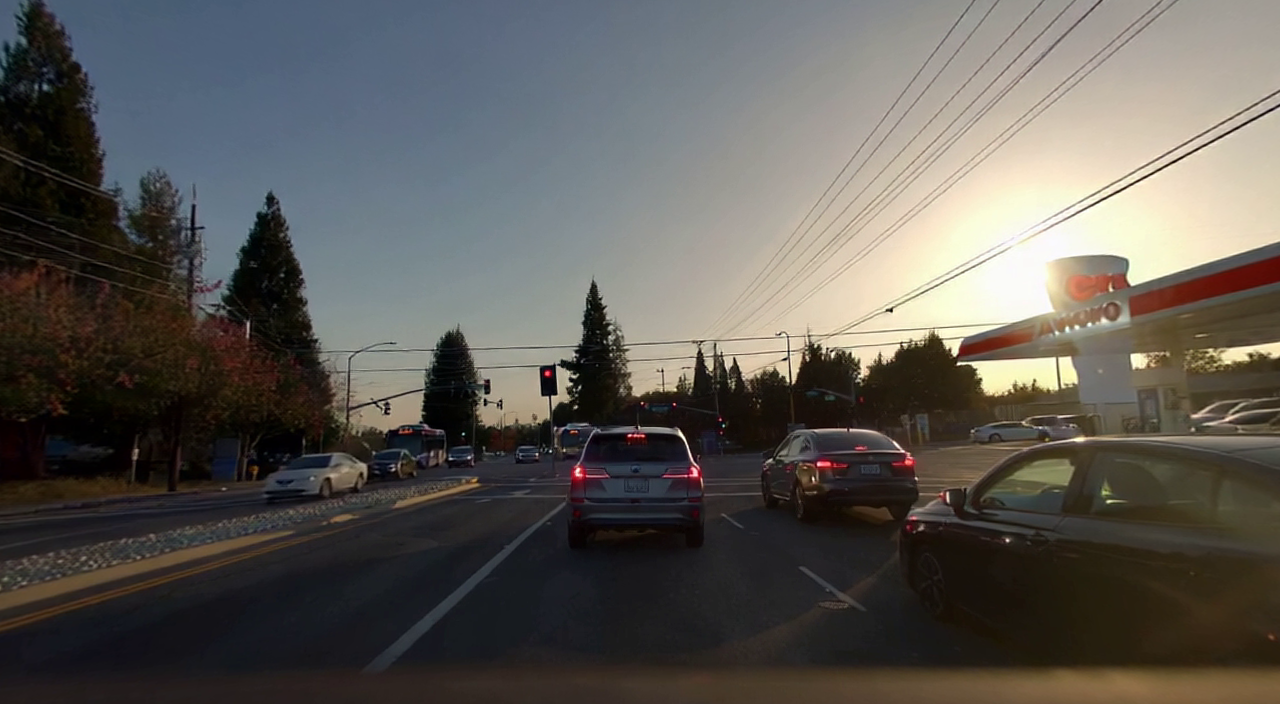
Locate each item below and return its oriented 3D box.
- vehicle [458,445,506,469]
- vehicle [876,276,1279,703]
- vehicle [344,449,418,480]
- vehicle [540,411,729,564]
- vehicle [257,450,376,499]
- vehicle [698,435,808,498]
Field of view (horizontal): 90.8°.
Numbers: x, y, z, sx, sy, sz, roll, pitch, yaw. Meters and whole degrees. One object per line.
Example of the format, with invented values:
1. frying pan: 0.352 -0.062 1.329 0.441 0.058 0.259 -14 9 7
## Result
1. vehicle: -10.714 7.122 43.141 2.030 1.498 4.690 0 -9 0
2. vehicle: 3.091 0.838 3.211 2.049 1.813 4.245 0 -9 -1
3. vehicle: -13.655 5.911 33.620 1.967 1.486 4.701 0 -9 -1
4. vehicle: -0.112 1.807 9.115 2.087 1.677 4.053 0 -9 -1
5. vehicle: -10.431 3.957 20.738 1.812 1.403 3.918 0 -9 0
6. vehicle: 2.883 3.043 17.194 2.040 1.481 4.407 0 -9 -2
